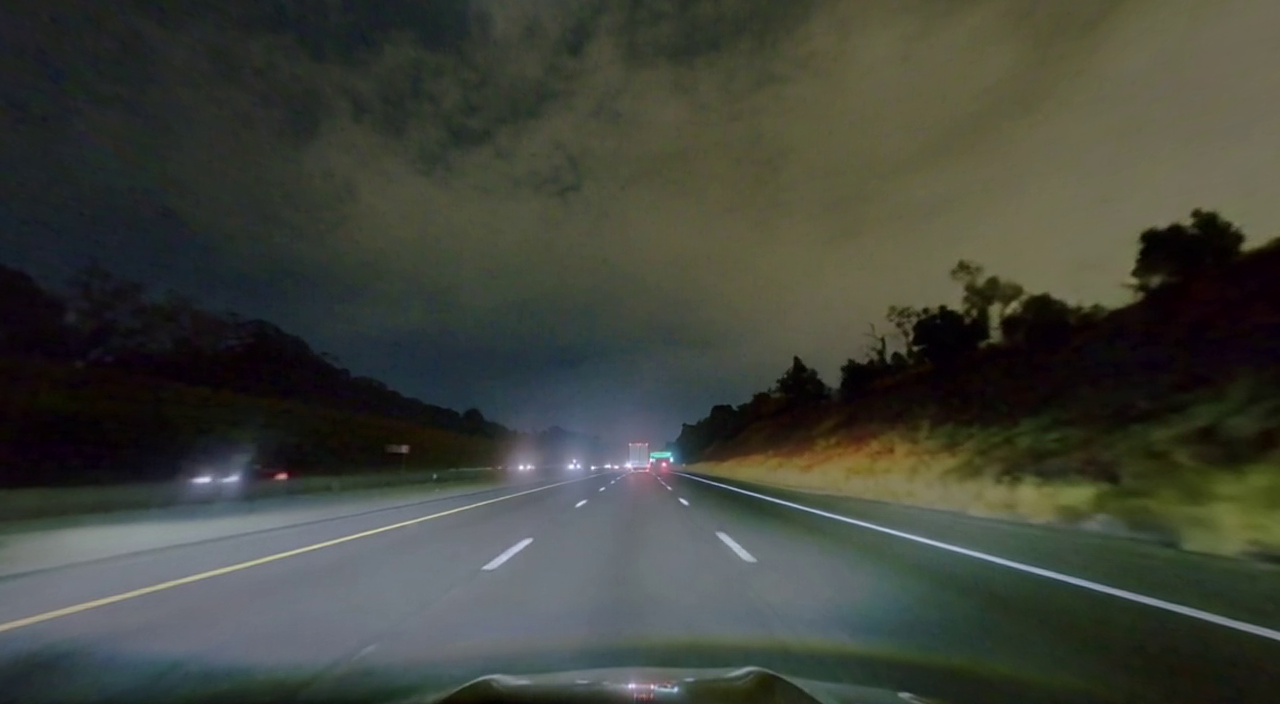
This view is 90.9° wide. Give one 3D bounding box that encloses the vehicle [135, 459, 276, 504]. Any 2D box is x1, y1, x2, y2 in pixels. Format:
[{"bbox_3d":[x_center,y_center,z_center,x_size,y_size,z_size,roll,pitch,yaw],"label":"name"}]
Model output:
[{"bbox_3d":[-16.085,4.808,23.681,2.019,1.473,4.559,1,-11,0],"label":"vehicle"}]
